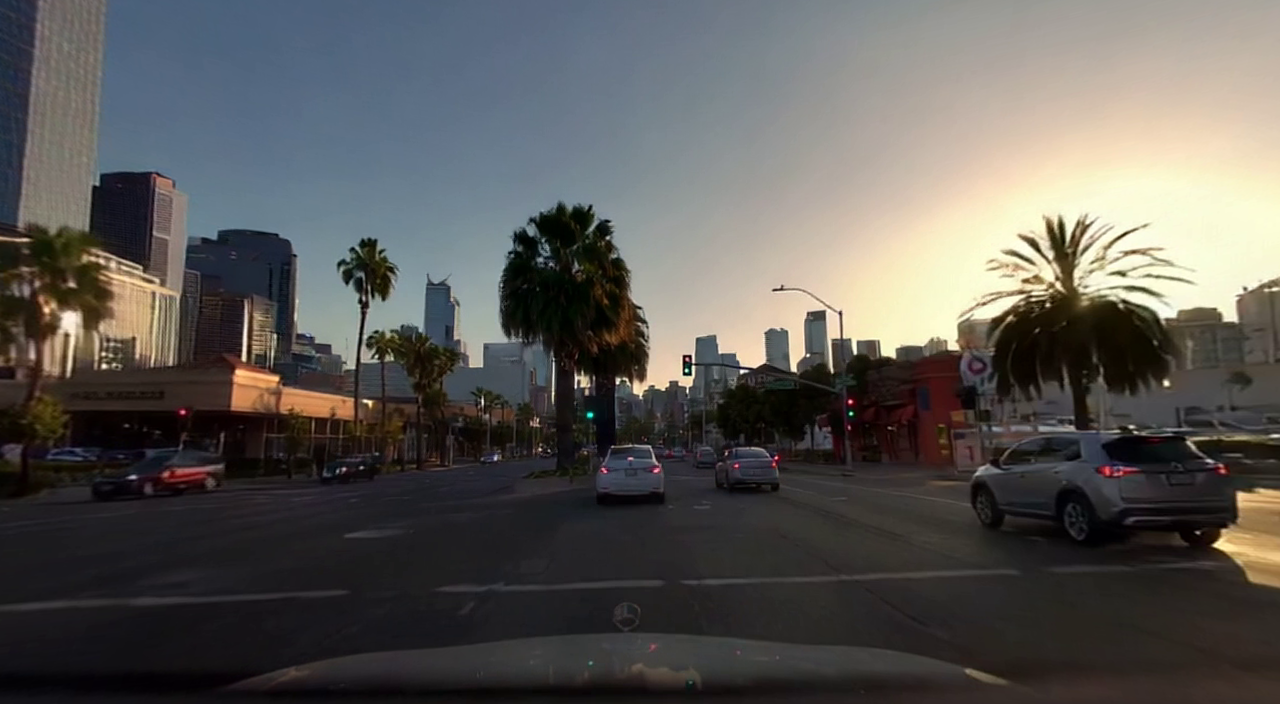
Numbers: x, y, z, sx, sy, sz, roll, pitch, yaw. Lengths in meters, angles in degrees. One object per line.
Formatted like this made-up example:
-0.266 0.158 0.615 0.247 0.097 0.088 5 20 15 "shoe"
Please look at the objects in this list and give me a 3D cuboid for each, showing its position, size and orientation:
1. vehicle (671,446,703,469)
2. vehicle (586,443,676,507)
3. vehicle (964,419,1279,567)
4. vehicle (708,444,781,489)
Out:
3.486 7.960 47.914 2.012 1.570 4.600 0 -8 -1 "vehicle"
-0.239 3.188 16.879 2.110 1.487 3.873 0 -8 -1 "vehicle"
6.921 1.927 9.376 1.940 1.674 4.085 0 -8 -1 "vehicle"
3.770 4.195 23.543 1.892 1.532 4.177 0 -8 -2 "vehicle"
